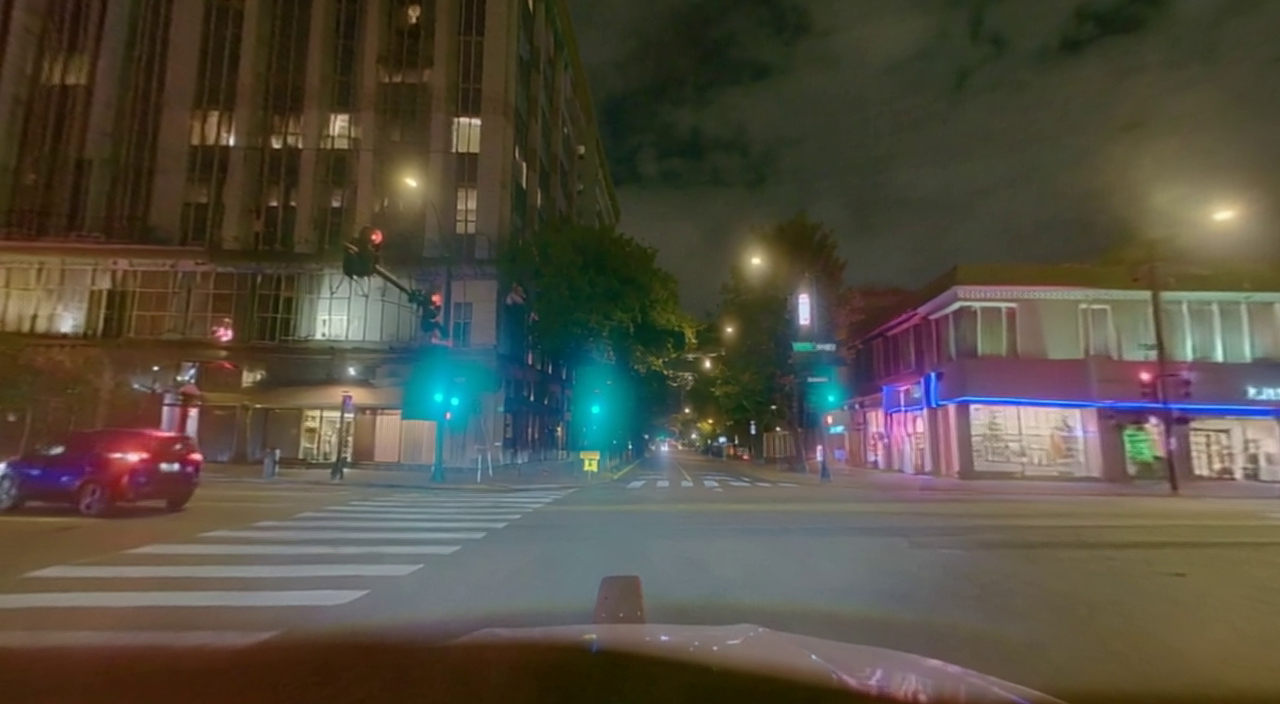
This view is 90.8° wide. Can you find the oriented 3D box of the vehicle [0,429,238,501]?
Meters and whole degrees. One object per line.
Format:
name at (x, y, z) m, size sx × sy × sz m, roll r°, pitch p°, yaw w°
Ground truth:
vehicle at (-12.142, 2.588, 14.663) m, size 4.459 × 1.482 × 2.106 m, roll -2°, pitch -9°, yaw 12°
